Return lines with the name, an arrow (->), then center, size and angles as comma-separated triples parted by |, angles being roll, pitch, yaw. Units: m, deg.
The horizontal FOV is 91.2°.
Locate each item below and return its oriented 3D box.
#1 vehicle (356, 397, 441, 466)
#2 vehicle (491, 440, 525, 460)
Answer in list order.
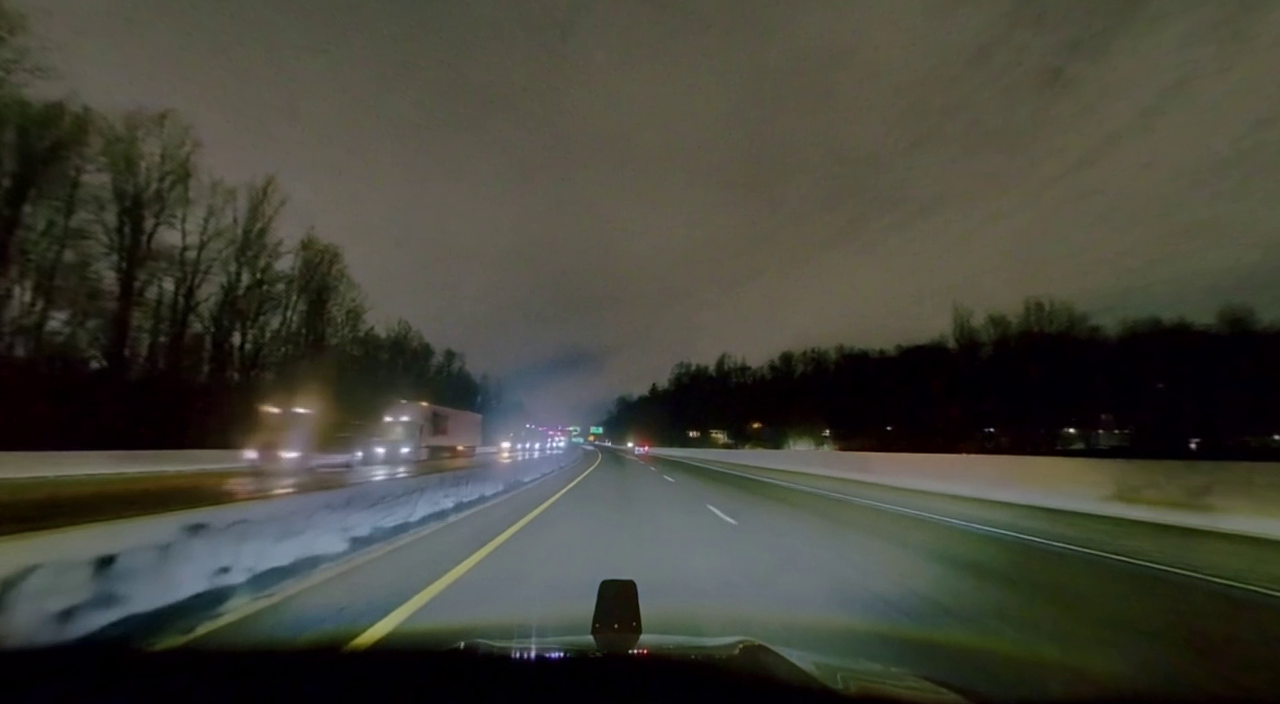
vehicle -> -14.507, 4.901, 38.205 | 2.987, 3.824, 5.991 | 0, -9, -3
vehicle -> -10.425, 7.776, 49.826 | 1.879, 1.505, 4.047 | 0, -9, -1
